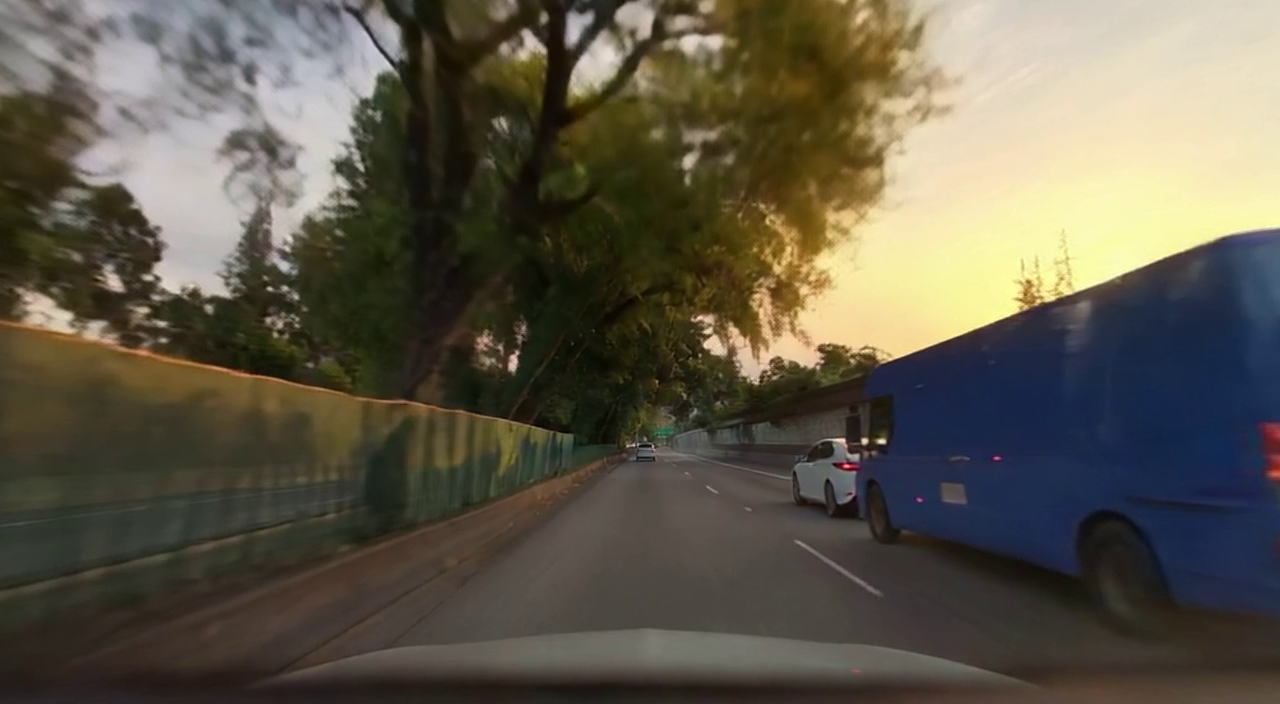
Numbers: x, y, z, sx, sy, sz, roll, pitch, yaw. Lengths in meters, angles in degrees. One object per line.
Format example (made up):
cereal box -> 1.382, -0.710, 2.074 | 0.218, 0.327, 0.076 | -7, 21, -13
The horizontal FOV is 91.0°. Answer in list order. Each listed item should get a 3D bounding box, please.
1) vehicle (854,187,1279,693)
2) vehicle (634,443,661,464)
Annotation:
vehicle -> 4.732, 0.881, 6.178 | 2.712, 2.659, 6.992 | 0, -8, 0
vehicle -> 0.530, 7.911, 49.391 | 2.030, 1.572, 4.067 | 0, -8, 0
